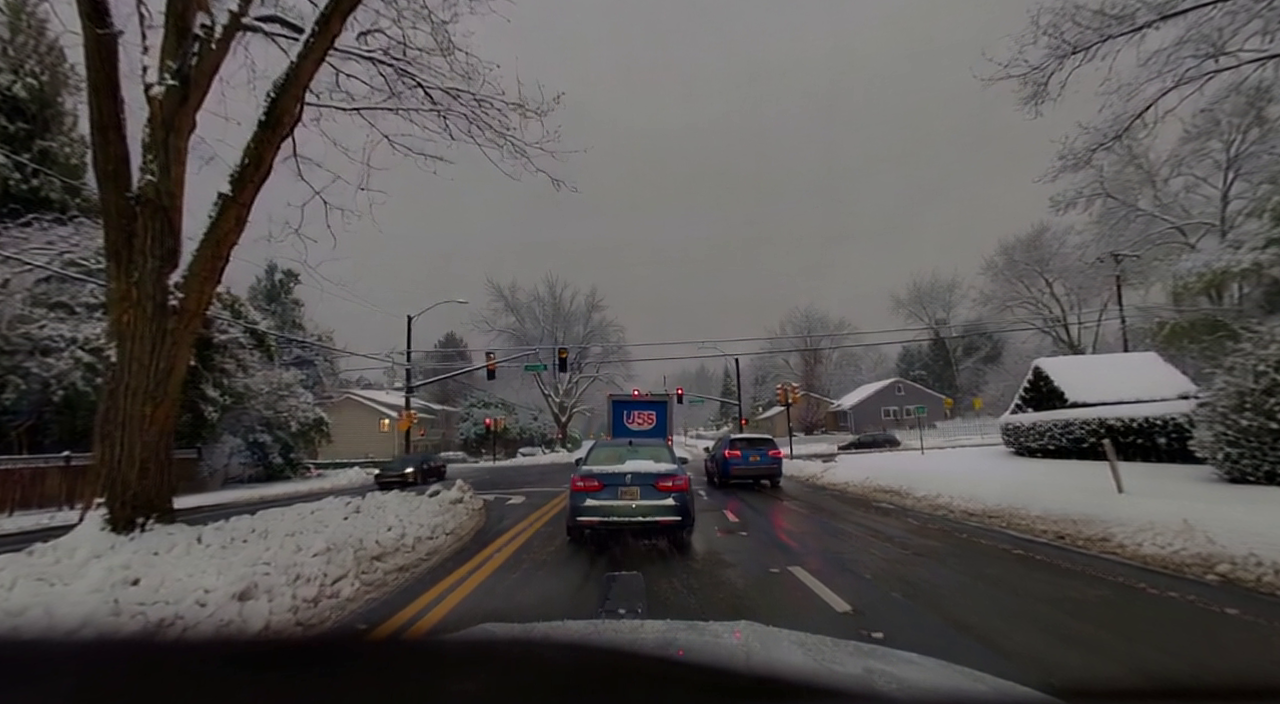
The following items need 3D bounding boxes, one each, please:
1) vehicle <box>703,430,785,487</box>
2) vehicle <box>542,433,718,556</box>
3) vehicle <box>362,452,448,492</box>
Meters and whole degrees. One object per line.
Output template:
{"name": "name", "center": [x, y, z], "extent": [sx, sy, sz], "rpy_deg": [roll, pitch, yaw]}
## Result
{"name": "vehicle", "center": [3.651, 3.835, 23.052], "extent": [2.145, 1.847, 4.524], "rpy_deg": [0, -8, -1]}
{"name": "vehicle", "center": [-0.158, 2.044, 9.858], "extent": [2.135, 1.483, 4.207], "rpy_deg": [0, -8, -1]}
{"name": "vehicle", "center": [-9.760, 4.985, 26.638], "extent": [1.950, 1.467, 4.270], "rpy_deg": [0, -8, 0]}
